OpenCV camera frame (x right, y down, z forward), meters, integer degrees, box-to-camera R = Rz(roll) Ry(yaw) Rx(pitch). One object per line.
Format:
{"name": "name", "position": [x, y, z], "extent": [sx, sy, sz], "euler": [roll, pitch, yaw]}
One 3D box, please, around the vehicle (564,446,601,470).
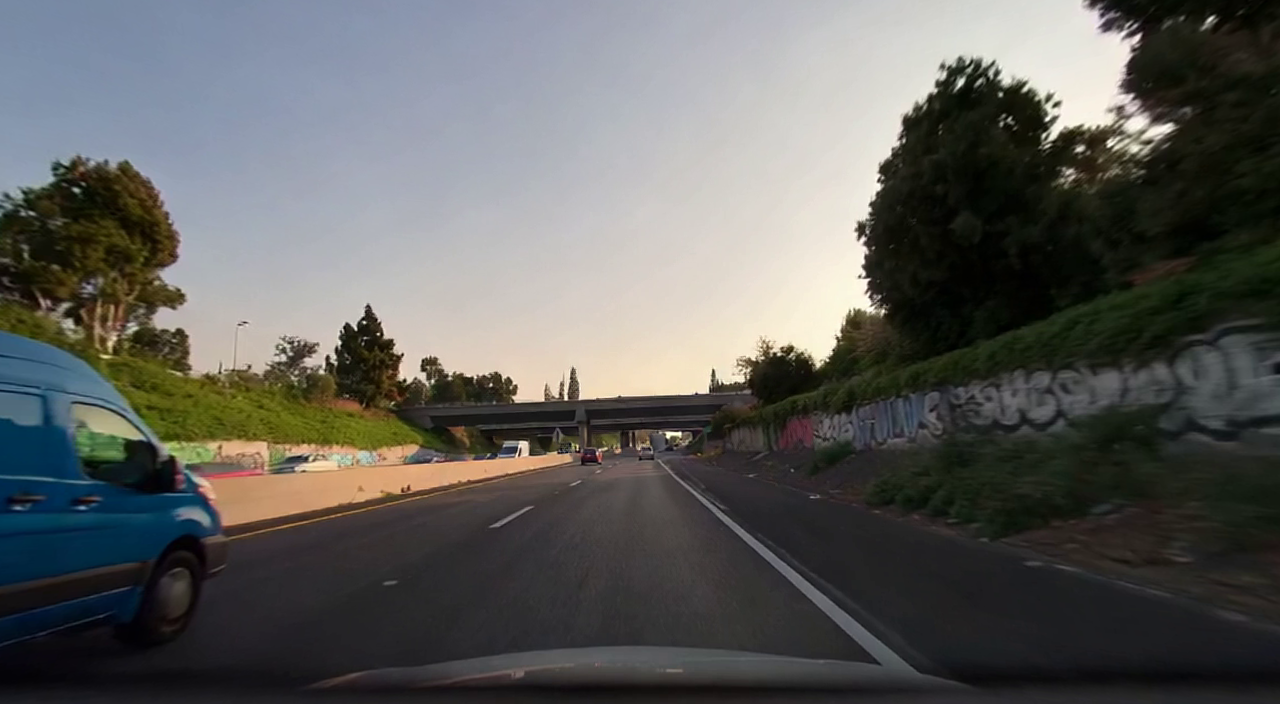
{"name": "vehicle", "position": [-3.694, 6.864, 40.972], "extent": [1.994, 1.471, 3.962], "euler": [0, -9, 0]}

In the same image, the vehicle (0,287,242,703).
{"name": "vehicle", "position": [-4.014, 0.596, 1.869], "extent": [2.310, 2.030, 5.094], "euler": [0, -9, 0]}

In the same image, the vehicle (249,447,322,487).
{"name": "vehicle", "position": [-17.587, 5.694, 31.468], "extent": [1.790, 1.872, 3.055], "euler": [0, -9, 1]}
